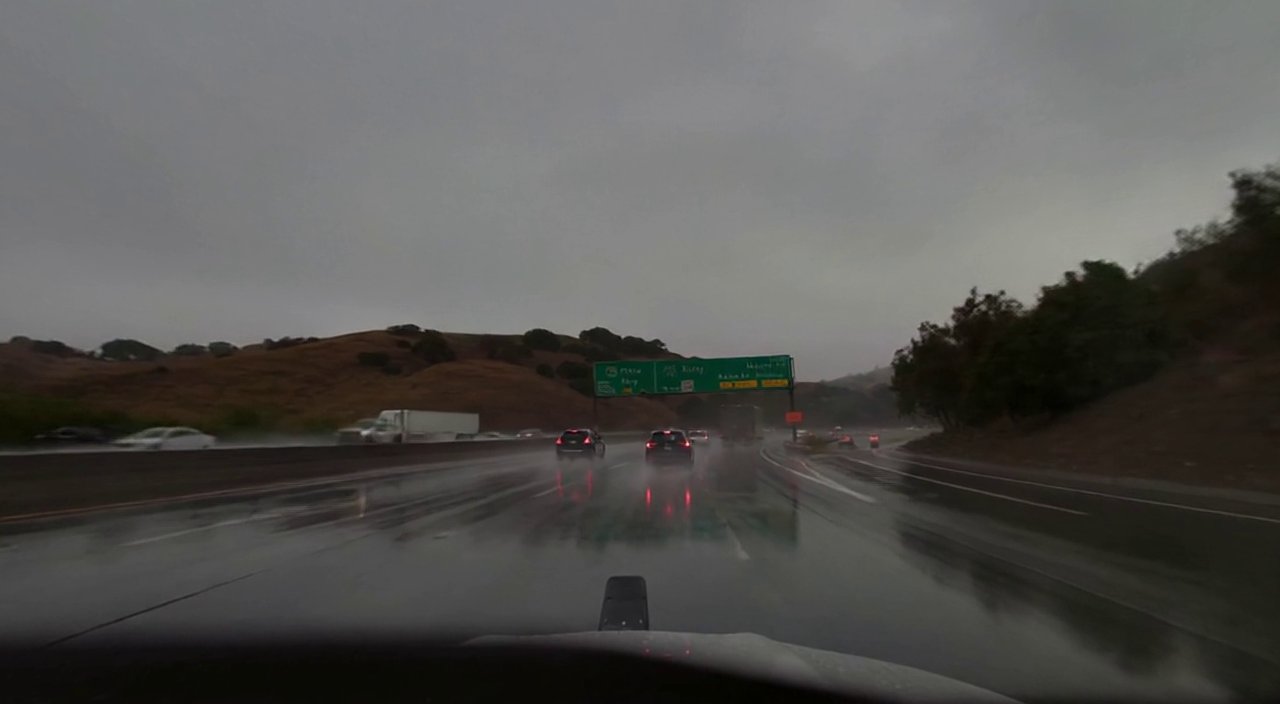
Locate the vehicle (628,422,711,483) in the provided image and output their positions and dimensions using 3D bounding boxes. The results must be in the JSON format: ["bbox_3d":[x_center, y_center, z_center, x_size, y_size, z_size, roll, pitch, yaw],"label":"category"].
[{"bbox_3d":[1.037,3.347,21.266,2.484,1.820,4.497,-1,-8,4],"label":"vehicle"}]

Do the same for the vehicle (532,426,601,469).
[{"bbox_3d":[-3.079,4.145,27.420,2.077,1.712,4.406,-1,-8,5],"label":"vehicle"}]

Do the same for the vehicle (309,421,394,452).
[{"bbox_3d":[-18.954,5.624,41.795,2.337,1.884,5.798,-1,-8,7],"label":"vehicle"}]

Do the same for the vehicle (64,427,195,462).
[{"bbox_3d":[-23.733,4.332,29.610,1.901,1.481,4.719,-1,-8,6],"label":"vehicle"}]
